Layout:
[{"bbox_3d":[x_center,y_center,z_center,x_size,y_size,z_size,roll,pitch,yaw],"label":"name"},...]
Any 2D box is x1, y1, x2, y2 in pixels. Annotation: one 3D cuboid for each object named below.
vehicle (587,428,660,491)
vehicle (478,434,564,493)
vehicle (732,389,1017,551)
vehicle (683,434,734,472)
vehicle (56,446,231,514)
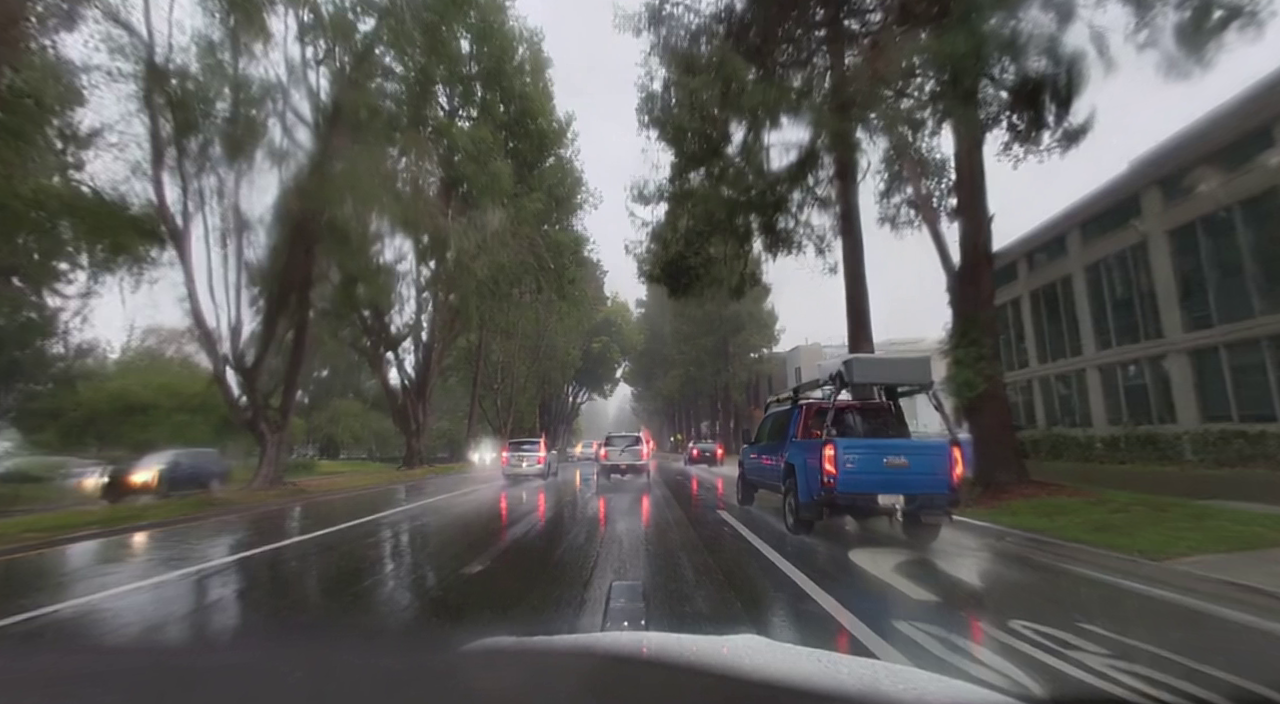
[{"bbox_3d":[-0.461,3.369,20.011,2.075,1.770,4.018,0,-8,0],"label":"vehicle"},{"bbox_3d":[-3.587,3.441,19.736,1.894,1.642,3.861,0,-8,1],"label":"vehicle"},{"bbox_3d":[3.435,1.951,11.152,2.655,2.054,6.098,0,-8,0],"label":"vehicle"},{"bbox_3d":[3.694,5.549,34.958,2.183,1.948,4.633,0,-8,-1],"label":"vehicle"},{"bbox_3d":[-15.023,3.844,19.461,1.889,1.743,4.296,-3,-8,1],"label":"vehicle"}]
